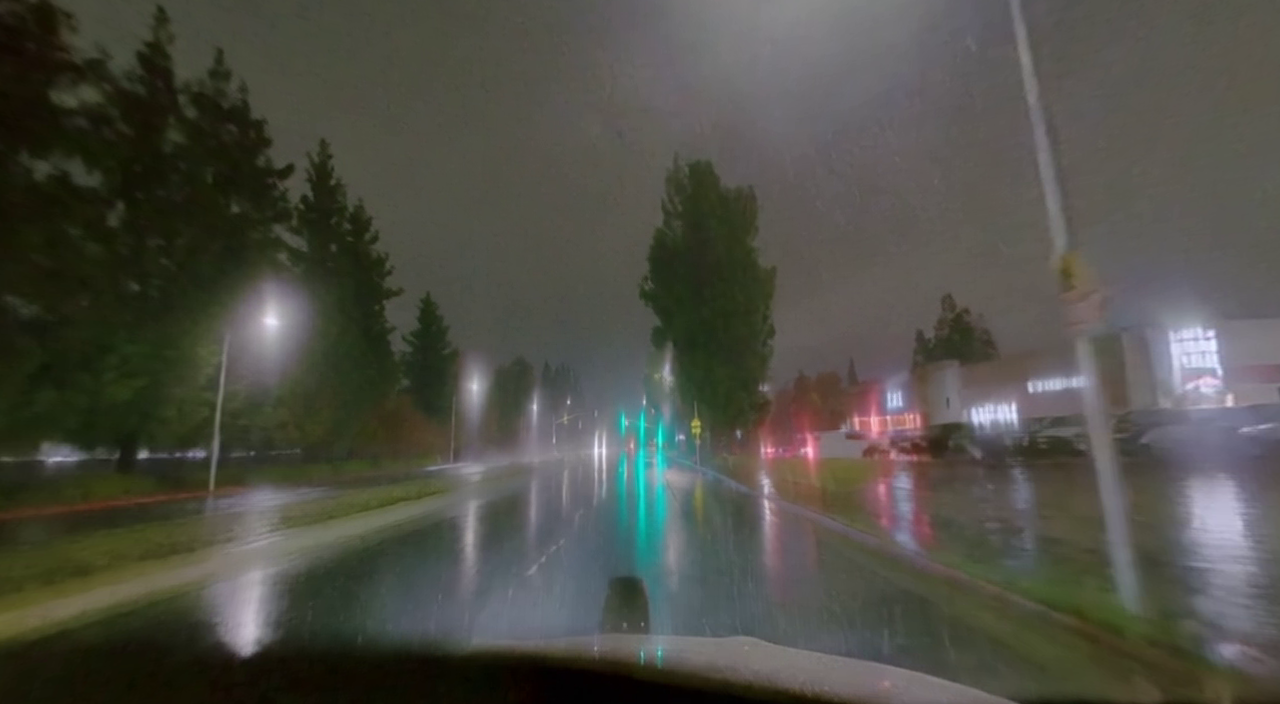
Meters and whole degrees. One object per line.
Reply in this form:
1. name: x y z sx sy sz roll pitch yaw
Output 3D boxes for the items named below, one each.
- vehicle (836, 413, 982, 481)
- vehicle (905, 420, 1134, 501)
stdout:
1. vehicle: 7.925 2.956 19.284 2.043 1.791 5.339 0 -10 -1
2. vehicle: 7.970 2.337 13.959 2.056 1.449 4.679 -1 -8 -1
